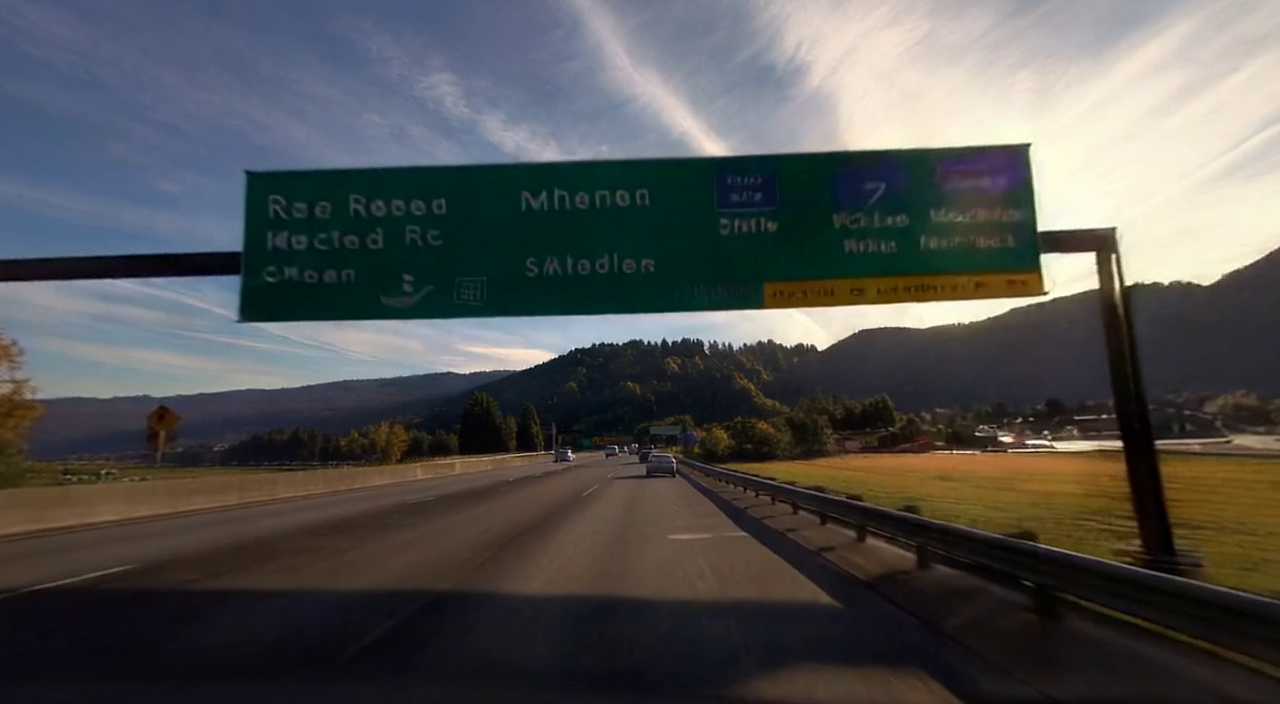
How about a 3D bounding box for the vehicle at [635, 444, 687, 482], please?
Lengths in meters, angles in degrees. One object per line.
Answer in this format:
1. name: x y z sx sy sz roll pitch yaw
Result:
1. vehicle: 0.857 4.637 26.559 2.019 1.475 4.301 0 -9 1
